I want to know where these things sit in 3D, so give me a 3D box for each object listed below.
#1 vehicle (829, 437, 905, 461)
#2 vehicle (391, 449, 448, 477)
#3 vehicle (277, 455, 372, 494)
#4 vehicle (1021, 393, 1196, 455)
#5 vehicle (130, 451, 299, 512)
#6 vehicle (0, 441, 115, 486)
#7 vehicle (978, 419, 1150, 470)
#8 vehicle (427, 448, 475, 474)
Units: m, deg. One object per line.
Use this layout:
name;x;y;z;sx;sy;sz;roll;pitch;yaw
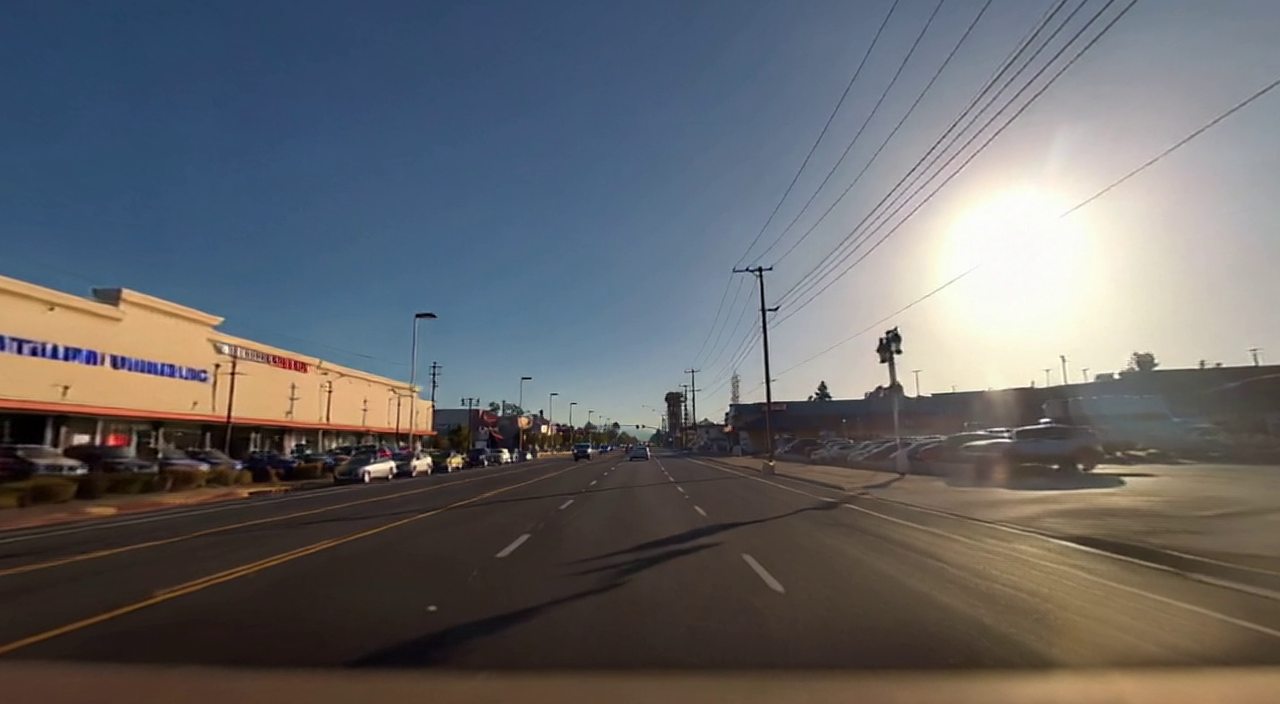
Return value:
vehicle;15.054;6.436;42.142;4.300;1.431;1.937;-2;-7;1
vehicle;-13.635;6.841;39.283;1.901;1.552;4.541;0;-8;0
vehicle;-13.574;5.253;27.535;1.791;1.377;4.807;-2;-8;-1
vehicle;29.660;4.637;40.258;8.821;3.745;2.909;0;-9;-3
vehicle;-13.694;4.140;20.830;2.014;1.523;5.092;-3;-8;1
vehicle;-23.889;4.336;24.740;4.527;1.679;2.055;3;-9;-18
vehicle;15.401;3.396;23.177;4.667;1.775;2.199;0;-8;-1
vehicle;-13.421;7.740;45.138;1.793;1.534;5.400;-2;-7;0
